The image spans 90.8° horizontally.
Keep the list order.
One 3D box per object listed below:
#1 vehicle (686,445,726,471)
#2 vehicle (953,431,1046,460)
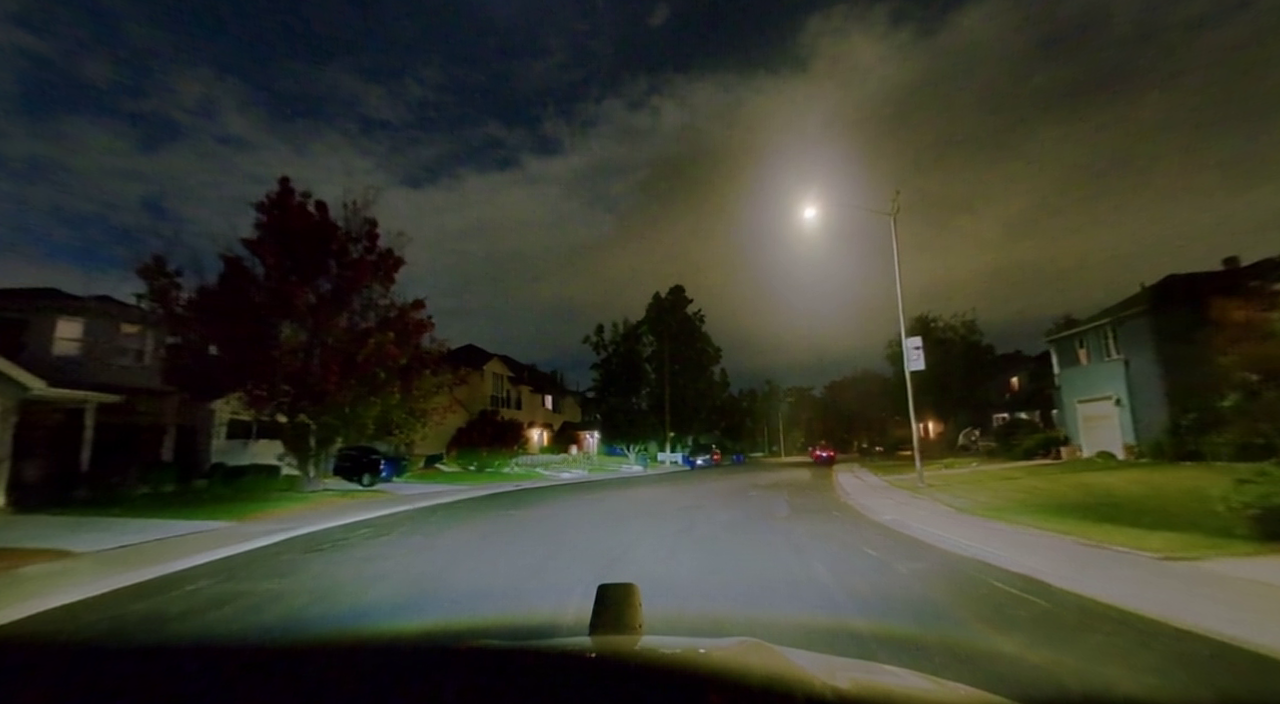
[{"bbox_3d":[5.055,8.010,48.023,2.215,1.859,4.765,-2,-8,16],"label":"vehicle"},{"bbox_3d":[21.797,5.719,38.463,4.384,1.688,1.956,0,-9,1],"label":"vehicle"}]
